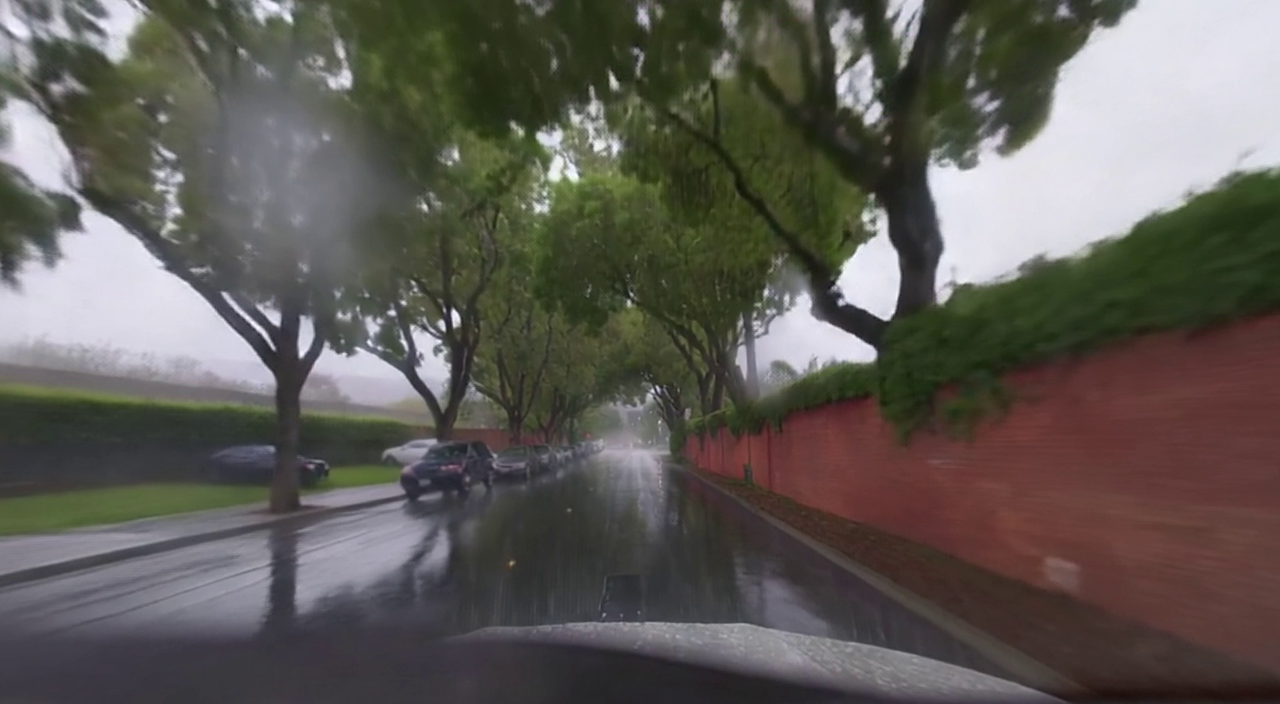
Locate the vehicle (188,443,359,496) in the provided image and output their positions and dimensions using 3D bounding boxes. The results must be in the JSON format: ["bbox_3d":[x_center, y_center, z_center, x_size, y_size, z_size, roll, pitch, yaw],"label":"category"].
[{"bbox_3d":[-13.319,4.266,23.196,4.991,1.692,1.960,1,-8,0],"label":"vehicle"}]

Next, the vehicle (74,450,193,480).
[{"bbox_3d":[-26.051,5.811,32.610,4.557,1.464,1.901,-1,-8,2],"label":"vehicle"}]

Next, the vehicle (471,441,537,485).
[{"bbox_3d":[-6.298,5.145,29.837,2.009,1.820,4.821,1,-8,1],"label":"vehicle"}]

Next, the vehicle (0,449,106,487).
[{"bbox_3d":[-26.219,5.019,27.377,4.317,1.534,1.904,0,-8,0],"label":"vehicle"}]

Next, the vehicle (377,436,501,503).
[{"bbox_3d":[-6.219,3.654,20.444,2.109,1.847,5.553,0,-8,1],"label":"vehicle"}]
